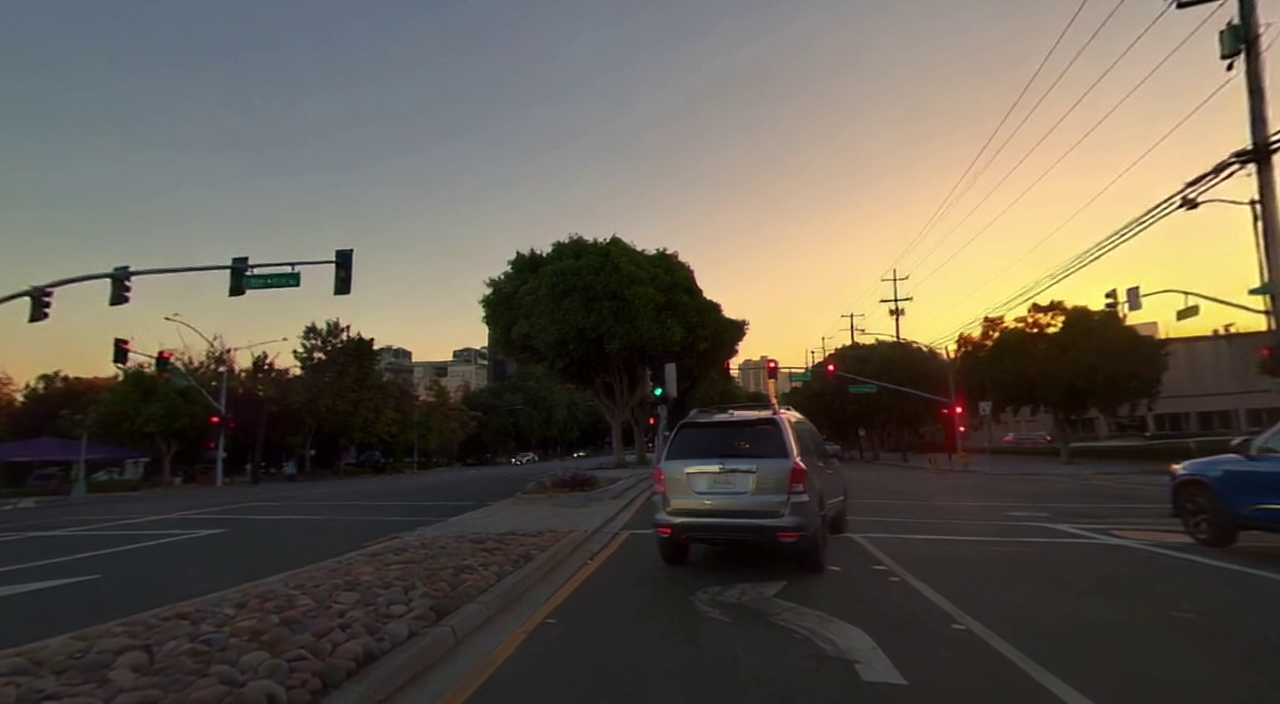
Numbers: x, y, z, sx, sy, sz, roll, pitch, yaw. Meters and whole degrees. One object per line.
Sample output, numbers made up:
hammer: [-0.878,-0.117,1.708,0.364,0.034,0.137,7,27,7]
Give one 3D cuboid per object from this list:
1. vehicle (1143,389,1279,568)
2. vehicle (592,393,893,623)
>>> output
vehicle: [7.597,1.216,5.960,2.119,1.827,4.806,-1,-9,7]
vehicle: [0.976,1.521,7.081,2.285,1.729,4.252,-1,-9,6]
